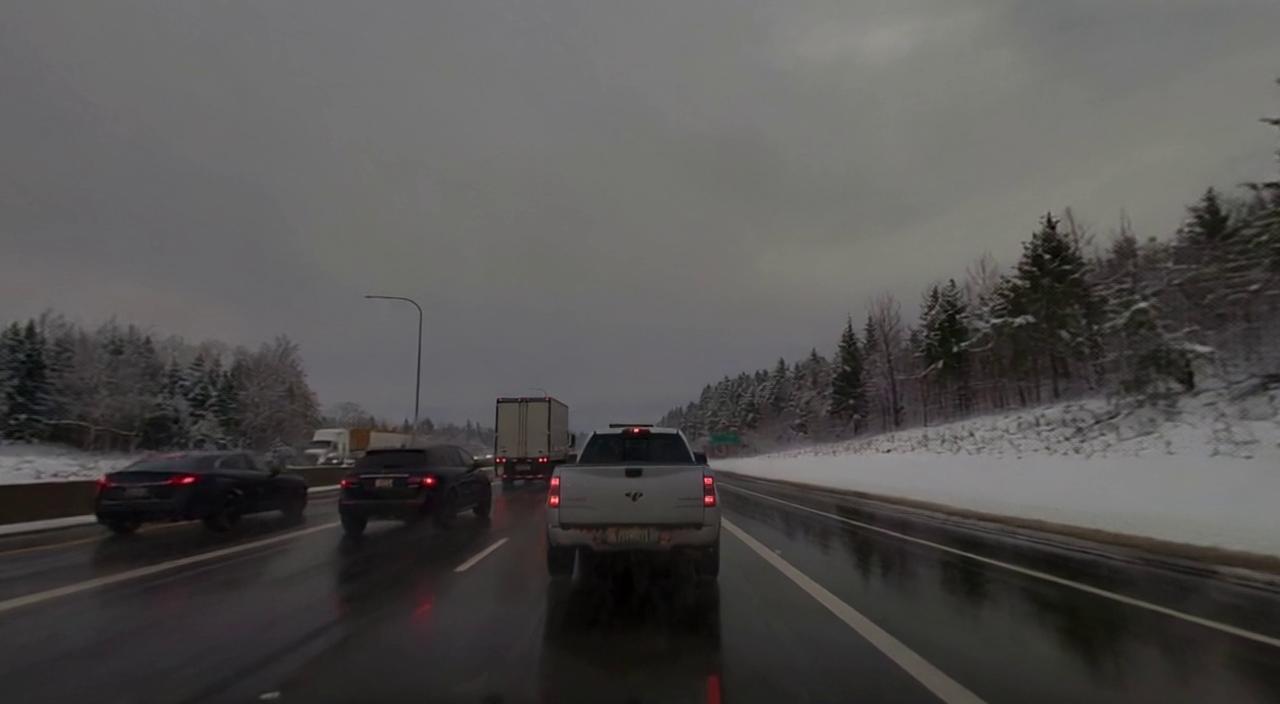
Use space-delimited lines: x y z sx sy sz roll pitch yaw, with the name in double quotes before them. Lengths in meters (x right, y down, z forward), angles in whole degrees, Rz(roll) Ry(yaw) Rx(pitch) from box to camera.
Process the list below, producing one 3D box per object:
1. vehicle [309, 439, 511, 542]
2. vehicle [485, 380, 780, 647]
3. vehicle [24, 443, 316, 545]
"vehicle" -3.904 2.421 11.703 1.986 1.501 4.407 -1 -9 1
"vehicle" -0.083 1.356 6.073 1.995 1.798 3.380 0 -9 -1
"vehicle" -8.137 2.457 11.665 1.874 1.470 4.576 0 -9 0
